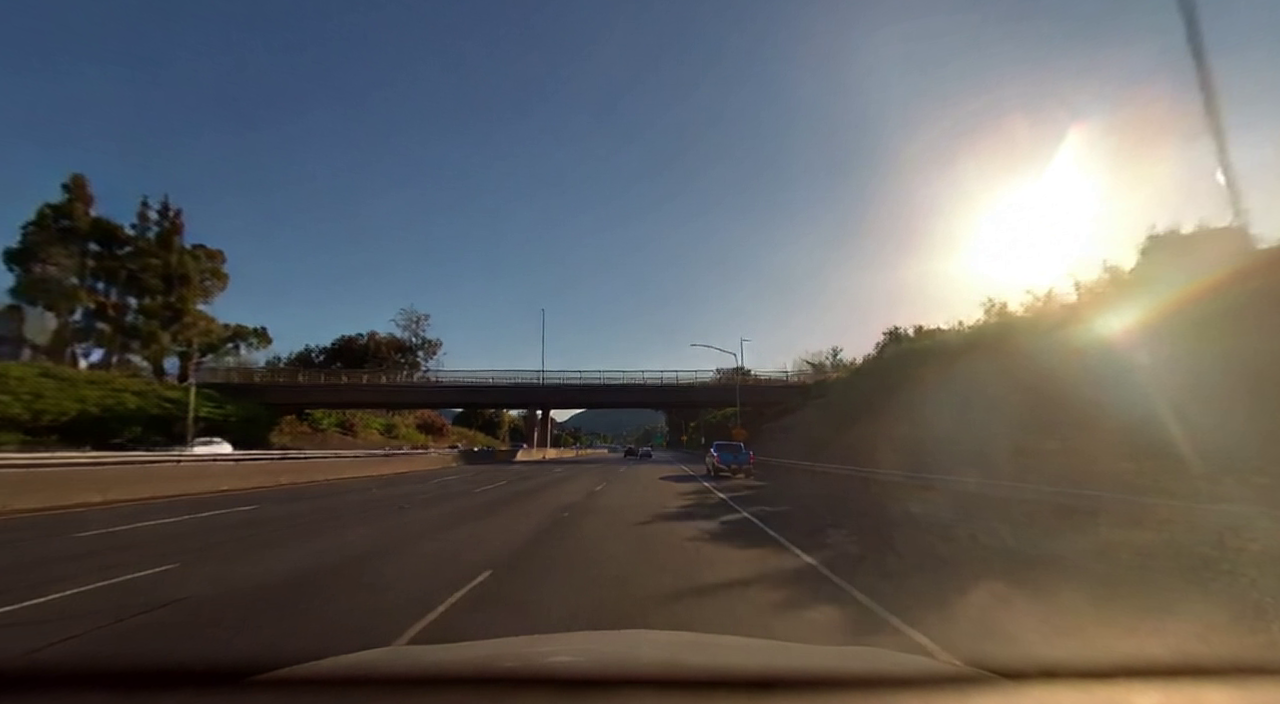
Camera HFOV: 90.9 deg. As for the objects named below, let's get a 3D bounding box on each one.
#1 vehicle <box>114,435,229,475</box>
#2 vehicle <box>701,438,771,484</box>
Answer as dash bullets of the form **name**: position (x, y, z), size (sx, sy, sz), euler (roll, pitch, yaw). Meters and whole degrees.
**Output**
- **vehicle**: position (-20.653, 4.539, 28.035), size (1.855, 1.628, 4.049), euler (-1, -8, 3)
- **vehicle**: position (3.676, 4.274, 25.139), size (2.010, 1.637, 4.940), euler (0, -8, 0)
